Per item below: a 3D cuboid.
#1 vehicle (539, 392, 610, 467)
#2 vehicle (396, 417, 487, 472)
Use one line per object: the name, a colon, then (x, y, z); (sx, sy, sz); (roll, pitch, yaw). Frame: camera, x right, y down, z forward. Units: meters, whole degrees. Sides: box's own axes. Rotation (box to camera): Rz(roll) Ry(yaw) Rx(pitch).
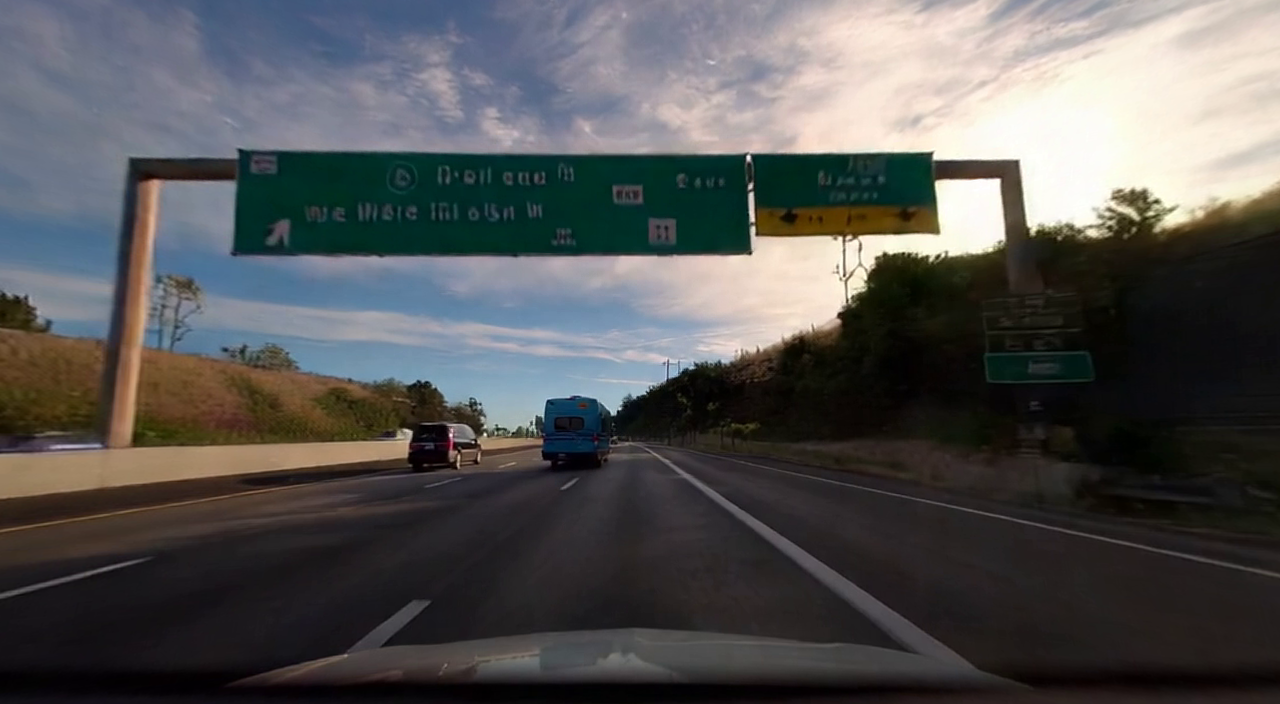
vehicle: (-3.034, 3.893, 31.433); (2.676, 3.269, 7.388); (0, -7, 1)
vehicle: (-7.366, 3.466, 23.871); (2.045, 1.873, 4.202); (0, -7, 0)
